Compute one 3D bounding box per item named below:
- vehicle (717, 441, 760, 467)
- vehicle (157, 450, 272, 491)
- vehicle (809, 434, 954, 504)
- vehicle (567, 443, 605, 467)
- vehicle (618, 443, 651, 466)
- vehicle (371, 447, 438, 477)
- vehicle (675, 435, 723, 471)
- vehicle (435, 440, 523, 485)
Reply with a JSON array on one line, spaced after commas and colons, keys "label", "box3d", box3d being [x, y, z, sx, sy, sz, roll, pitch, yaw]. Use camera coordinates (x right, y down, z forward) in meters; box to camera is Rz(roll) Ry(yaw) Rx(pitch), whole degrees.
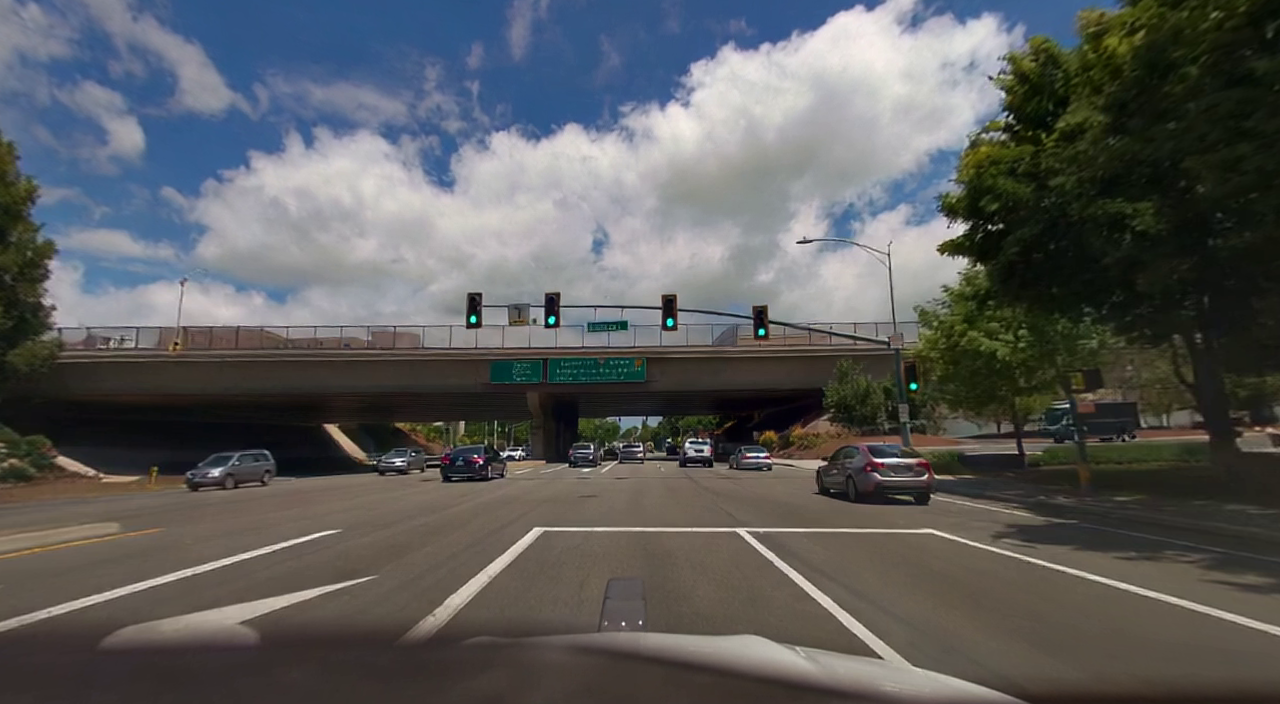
[{"label": "vehicle", "box3d": [6.235, 6.492, 40.041, 1.924, 1.527, 4.268, 0, -8, -2]}, {"label": "vehicle", "box3d": [-18.900, 5.255, 28.201, 1.939, 1.648, 4.569, 0, -8, 0]}, {"label": "vehicle", "box3d": [6.291, 3.087, 17.020, 2.056, 1.624, 4.498, 0, -8, -1]}, {"label": "vehicle", "box3d": [-3.336, 6.502, 39.800, 2.041, 1.466, 4.212, 0, -8, 0]}, {"label": "vehicle", "box3d": [-0.358, 6.748, 41.453, 2.026, 1.453, 3.780, 0, -8, 0]}, {"label": "vehicle", "box3d": [-12.246, 5.721, 32.959, 1.802, 1.478, 4.391, 0, -8, 1]}, {"label": "vehicle", "box3d": [3.029, 5.309, 33.132, 2.034, 1.762, 4.420, 0, -8, -1]}, {"label": "vehicle", "box3d": [-5.899, 4.082, 23.539, 2.070, 1.488, 4.376, 0, -8, 1]}]
